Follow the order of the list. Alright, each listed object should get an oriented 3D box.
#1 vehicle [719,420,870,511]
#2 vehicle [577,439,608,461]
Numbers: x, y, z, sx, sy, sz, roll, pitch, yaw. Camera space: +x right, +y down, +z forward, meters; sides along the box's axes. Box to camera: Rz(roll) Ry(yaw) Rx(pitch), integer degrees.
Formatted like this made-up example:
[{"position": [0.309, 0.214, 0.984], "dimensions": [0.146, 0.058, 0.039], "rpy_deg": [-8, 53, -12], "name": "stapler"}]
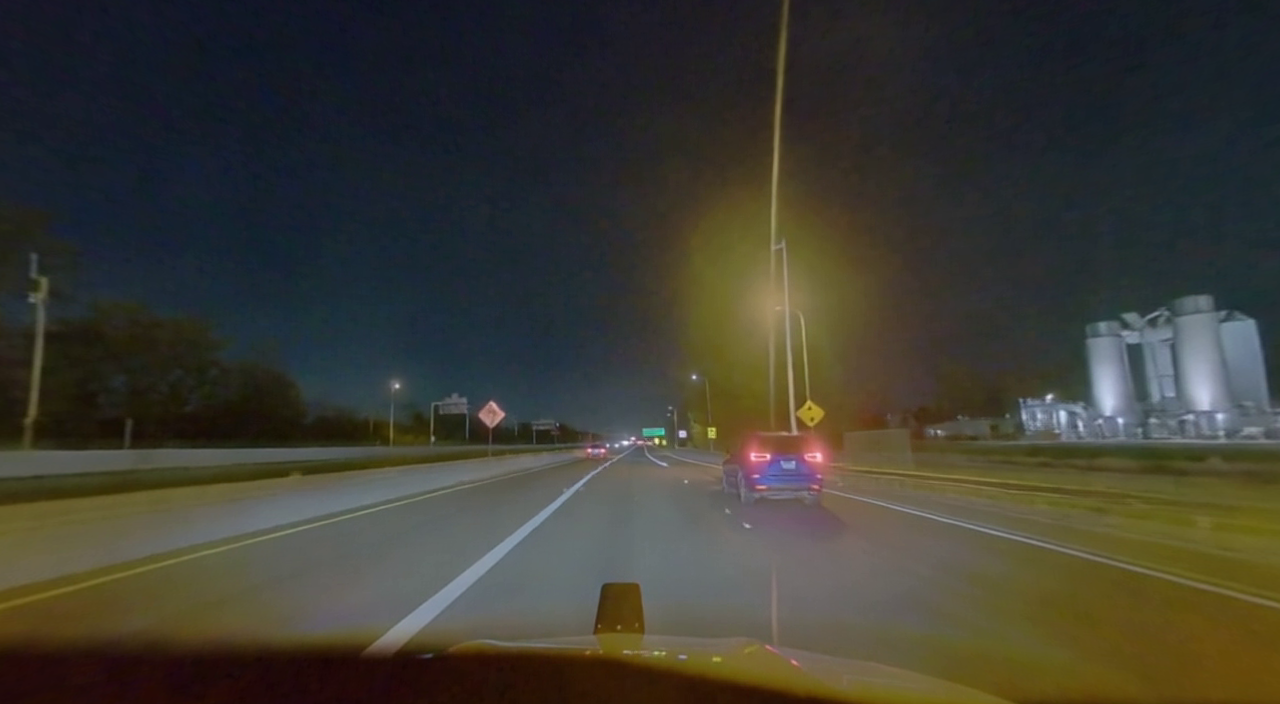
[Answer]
[{"position": [3.409, 2.654, 15.163], "dimensions": [2.296, 1.790, 5.067], "rpy_deg": [0, -9, 0], "name": "vehicle"}, {"position": [-3.676, 7.677, 49.369], "dimensions": [2.012, 1.571, 4.232], "rpy_deg": [0, -9, 0], "name": "vehicle"}]
